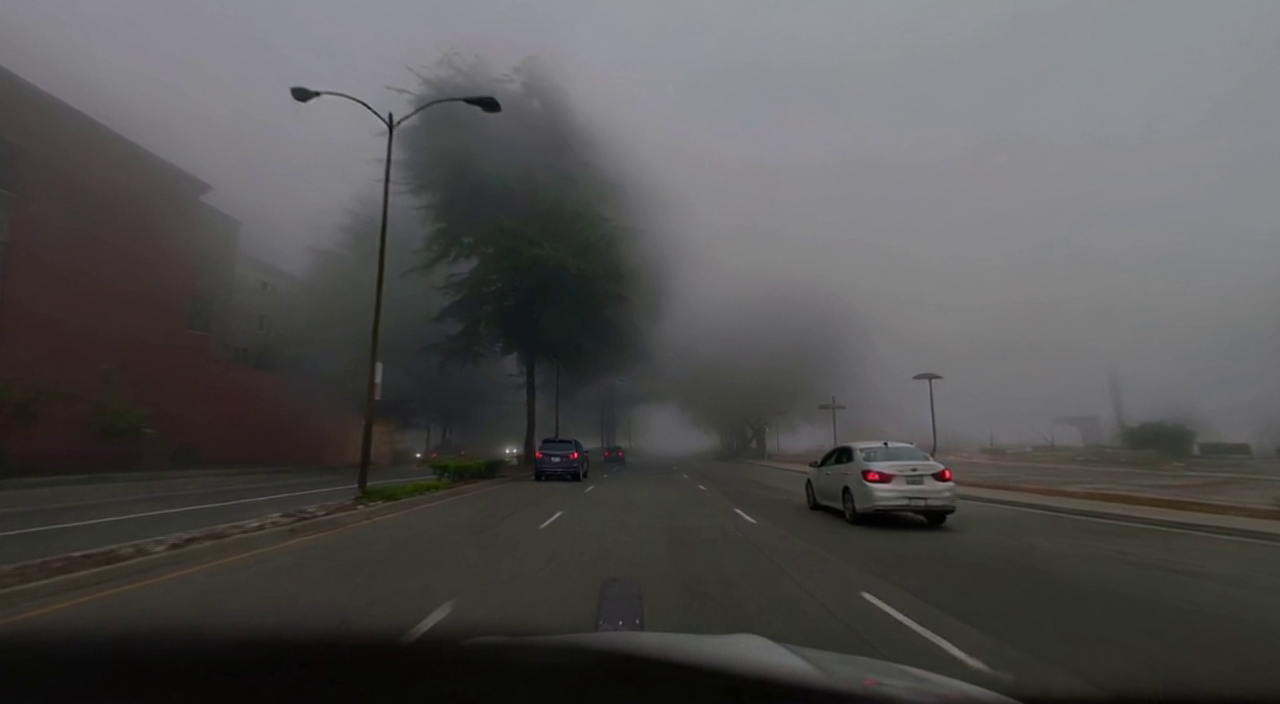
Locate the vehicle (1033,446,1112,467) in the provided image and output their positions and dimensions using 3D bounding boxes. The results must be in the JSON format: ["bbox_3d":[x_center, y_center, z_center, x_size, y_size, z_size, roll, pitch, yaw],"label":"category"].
[{"bbox_3d":[31.700,7.700,46.395,4.274,1.448,2.050,0,-9,1],"label":"vehicle"}]

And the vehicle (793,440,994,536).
[{"bbox_3d":[4.500,2.453,12.112,1.960,1.471,4.378,0,-9,-1],"label":"vehicle"}]

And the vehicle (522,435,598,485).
[{"bbox_3d":[-3.112,4.346,25.747,2.305,1.833,4.912,0,-9,2],"label":"vehicle"}]
